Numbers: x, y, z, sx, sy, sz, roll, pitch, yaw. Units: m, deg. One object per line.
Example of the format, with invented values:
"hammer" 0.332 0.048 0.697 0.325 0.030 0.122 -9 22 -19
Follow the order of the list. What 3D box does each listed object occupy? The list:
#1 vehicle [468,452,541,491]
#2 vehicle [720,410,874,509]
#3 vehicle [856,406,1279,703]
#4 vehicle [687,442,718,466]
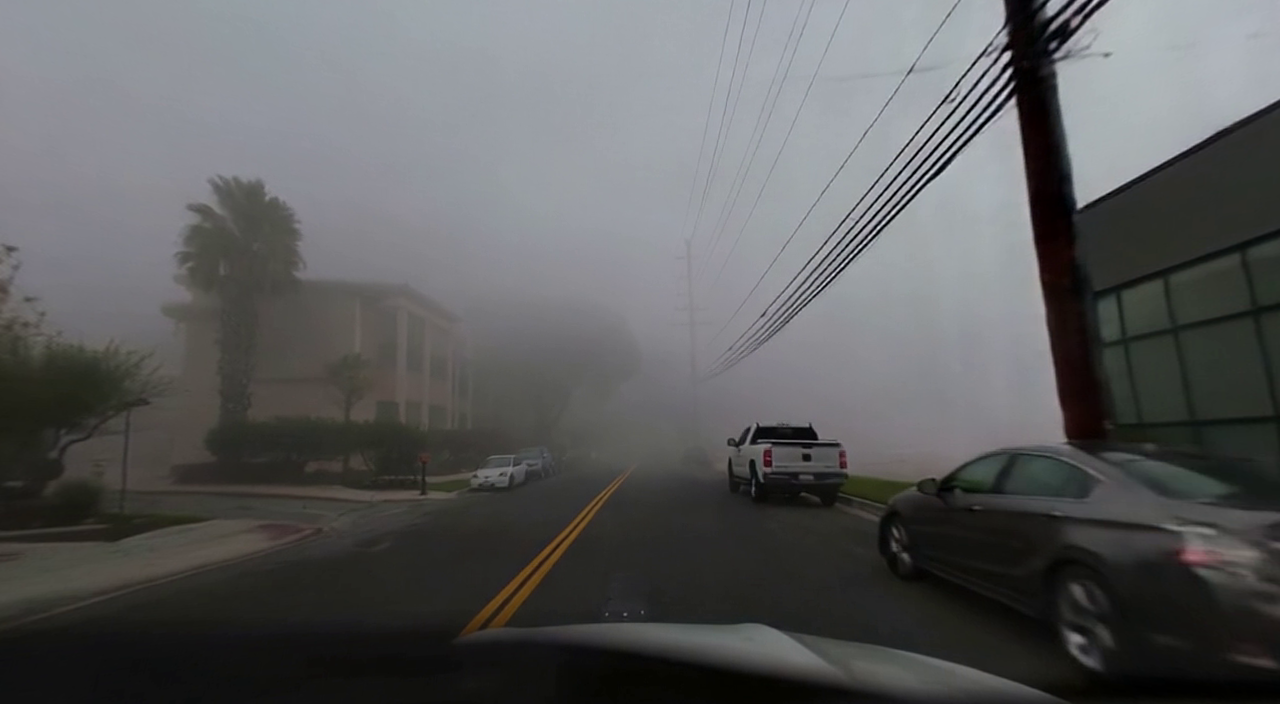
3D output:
"vehicle" -5.661 5.012 26.895 1.982 1.453 4.577 -1 -8 2
"vehicle" 3.800 2.782 16.764 2.485 2.123 6.029 0 -8 0
"vehicle" 3.545 1.287 4.628 2.060 1.513 4.741 0 -8 -2
"vehicle" 4.384 7.266 45.172 1.948 1.607 4.873 -1 -8 3
